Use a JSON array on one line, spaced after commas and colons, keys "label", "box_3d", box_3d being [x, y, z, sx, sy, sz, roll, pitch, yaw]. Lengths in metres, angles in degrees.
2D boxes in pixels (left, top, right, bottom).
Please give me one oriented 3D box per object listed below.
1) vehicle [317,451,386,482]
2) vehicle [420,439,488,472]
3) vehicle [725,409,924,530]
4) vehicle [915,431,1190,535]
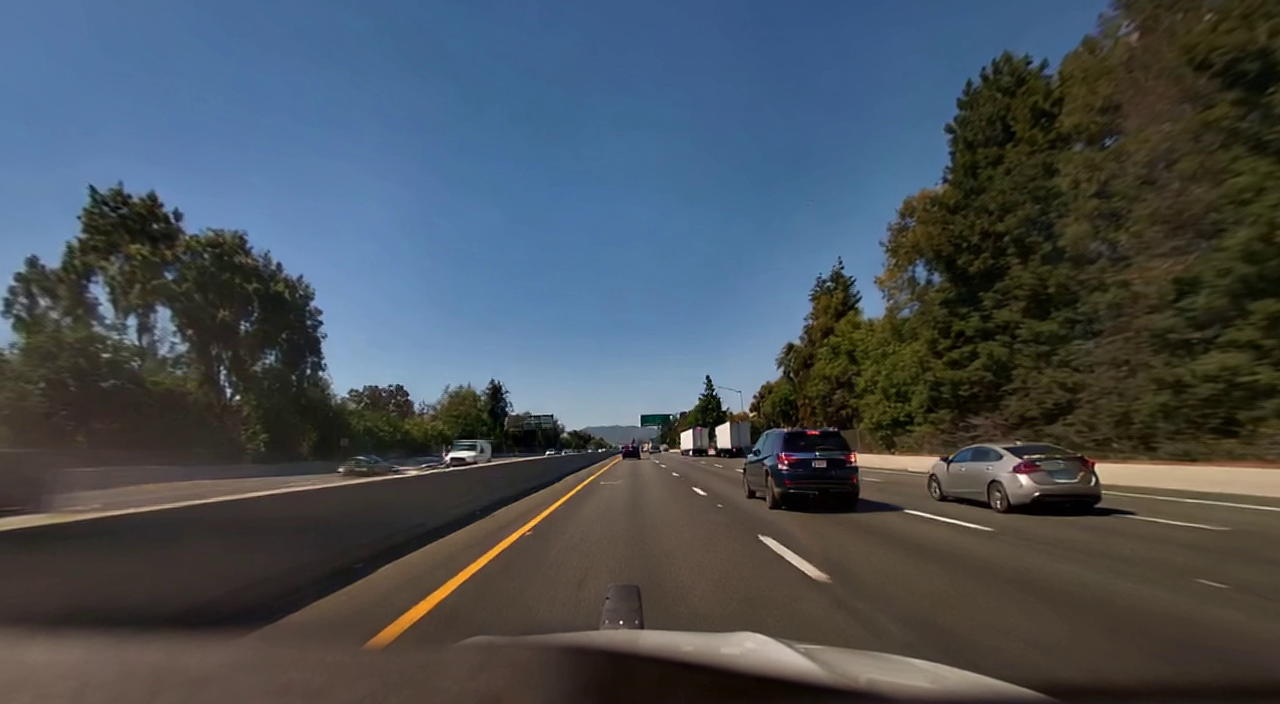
[{"label": "vehicle", "box_3d": [-14.872, 5.888, 32.818, 1.792, 1.457, 4.001, 1, -8, -1]}, {"label": "vehicle", "box_3d": [-10.673, 5.982, 36.702, 2.215, 1.741, 5.533, 0, -9, 1]}, {"label": "vehicle", "box_3d": [3.145, 2.149, 12.132, 2.258, 1.824, 4.908, 0, -9, -1]}, {"label": "vehicle", "box_3d": [6.765, 2.170, 11.065, 2.009, 1.456, 4.097, 0, -8, -1]}]
